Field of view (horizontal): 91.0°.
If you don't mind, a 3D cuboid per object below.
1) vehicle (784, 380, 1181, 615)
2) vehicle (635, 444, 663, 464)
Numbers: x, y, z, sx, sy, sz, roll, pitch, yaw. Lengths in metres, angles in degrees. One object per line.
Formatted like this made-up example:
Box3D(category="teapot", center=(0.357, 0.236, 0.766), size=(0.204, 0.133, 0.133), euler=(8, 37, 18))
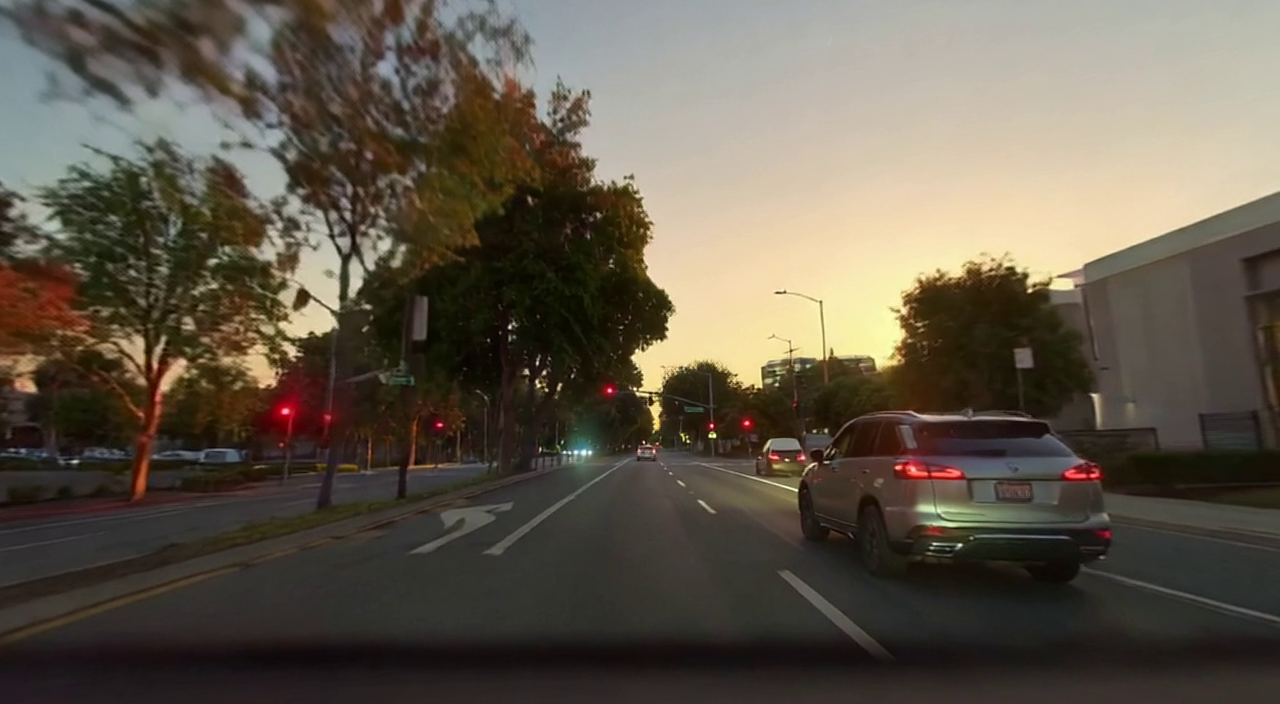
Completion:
Box3D(category="vehicle", center=(3.238, 1.473, 7.268), size=(2.033, 1.865, 4.360), euler=(0, -8, -1))
Box3D(category="vehicle", center=(0.711, 7.936, 49.055), size=(2.131, 1.474, 4.146), euler=(0, -8, 1))
